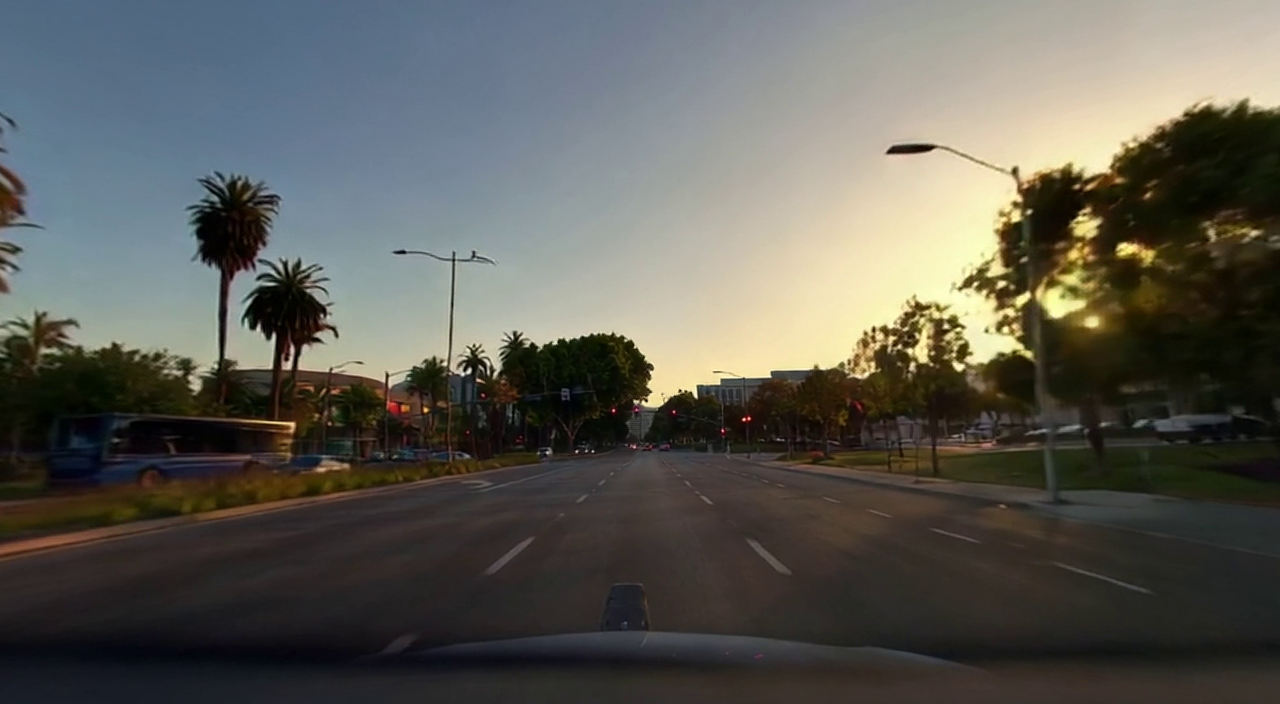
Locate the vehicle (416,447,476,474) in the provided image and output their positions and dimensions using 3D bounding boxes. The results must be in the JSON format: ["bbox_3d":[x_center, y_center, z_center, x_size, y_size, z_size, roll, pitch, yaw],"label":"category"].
[{"bbox_3d":[-11.497,6.446,37.718,1.968,1.486,4.707,0,-8,2],"label":"vehicle"}]

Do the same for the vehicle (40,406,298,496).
[{"bbox_3d":[-21.423,4.707,30.432,3.013,3.417,12.442,0,-8,-1],"label":"vehicle"}]
